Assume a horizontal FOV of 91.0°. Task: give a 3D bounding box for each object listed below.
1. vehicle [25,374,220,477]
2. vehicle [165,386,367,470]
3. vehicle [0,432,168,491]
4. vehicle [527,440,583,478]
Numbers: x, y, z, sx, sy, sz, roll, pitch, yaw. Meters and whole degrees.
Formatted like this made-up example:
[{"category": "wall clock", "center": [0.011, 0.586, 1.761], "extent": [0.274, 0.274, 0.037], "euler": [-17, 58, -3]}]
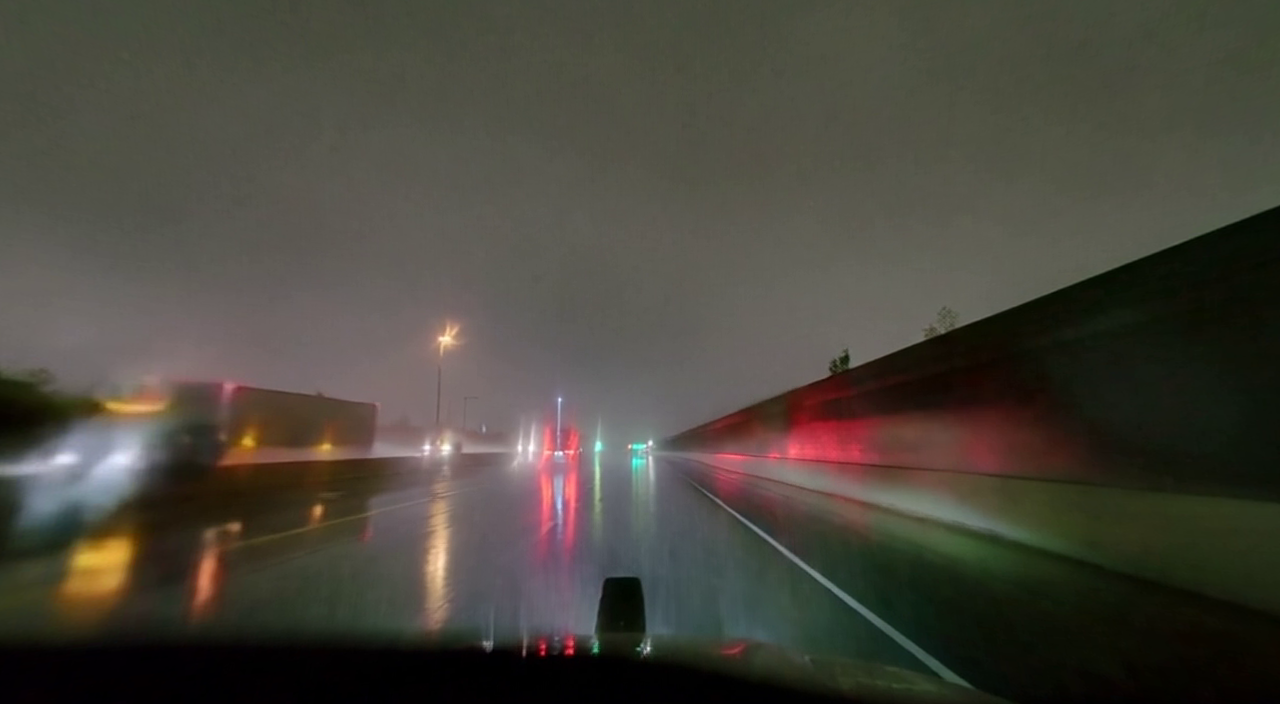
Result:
[{"category": "vehicle", "center": [-21.599, 3.211, 26.878], "extent": [2.964, 3.891, 5.988], "euler": [0, -8, 0]}, {"category": "vehicle", "center": [-21.725, 4.881, 38.718], "extent": [2.929, 4.118, 15.561], "euler": [0, -9, 0]}, {"category": "vehicle", "center": [-17.138, 3.265, 19.097], "extent": [2.064, 1.556, 4.548], "euler": [0, -8, 0]}, {"category": "vehicle", "center": [-4.043, 5.159, 30.642], "extent": [2.133, 1.683, 4.340], "euler": [0, -8, 0]}]
